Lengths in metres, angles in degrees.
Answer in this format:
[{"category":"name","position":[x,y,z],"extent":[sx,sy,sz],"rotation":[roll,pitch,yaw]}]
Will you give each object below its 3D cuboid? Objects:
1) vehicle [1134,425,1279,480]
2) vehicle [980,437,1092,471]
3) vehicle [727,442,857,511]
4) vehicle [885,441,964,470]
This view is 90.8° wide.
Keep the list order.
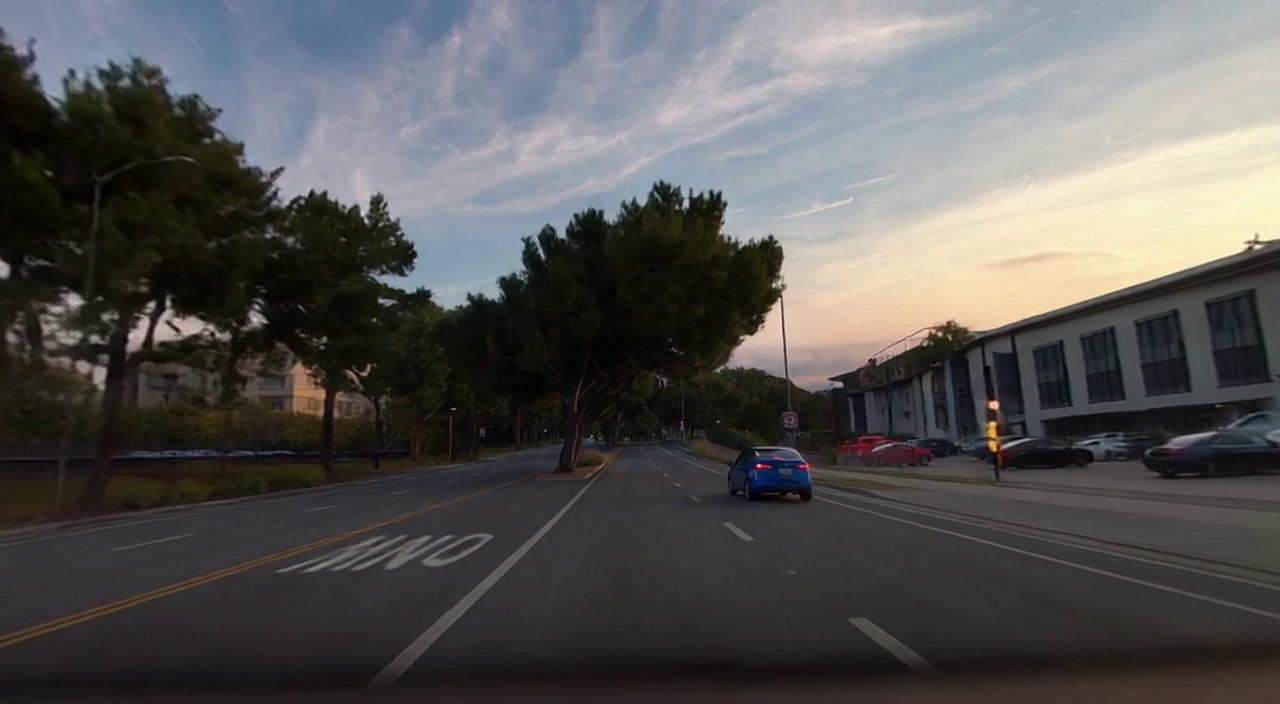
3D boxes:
[{"category":"vehicle","position":[18.150,3.061,19.314],"extent":[4.436,1.556,1.997],"rotation":[0,-8,-2]},{"category":"vehicle","position":[17.662,4.570,28.313],"extent":[3.622,1.432,2.029],"rotation":[1,-8,-3]},{"category":"vehicle","position":[3.669,3.075,16.197],"extent":[2.114,1.493,4.430],"rotation":[0,-8,-2]},{"category":"vehicle","position":[19.375,7.080,43.163],"extent":[4.418,1.418,1.873],"rotation":[-5,-14,-2]}]
